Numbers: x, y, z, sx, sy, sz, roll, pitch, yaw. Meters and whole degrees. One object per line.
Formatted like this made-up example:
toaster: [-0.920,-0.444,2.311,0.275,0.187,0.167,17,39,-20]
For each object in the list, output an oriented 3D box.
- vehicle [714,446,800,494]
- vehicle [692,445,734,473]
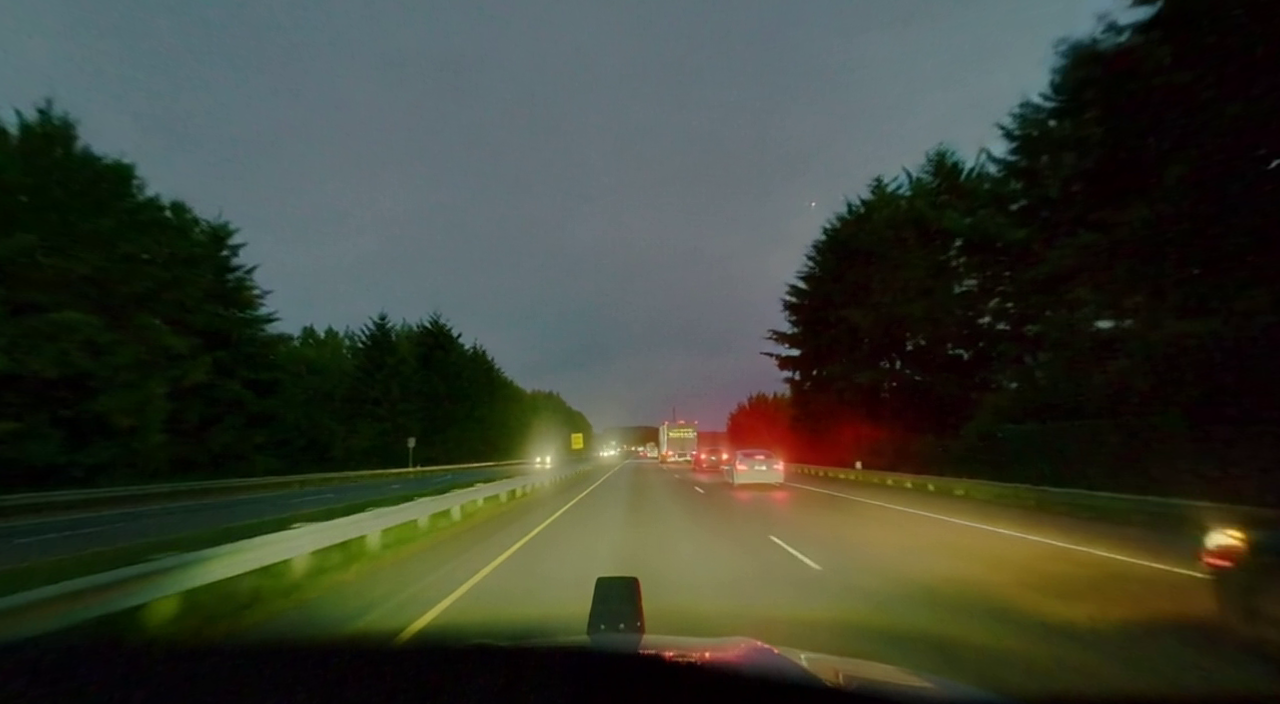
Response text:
vehicle: [3.961,4.076,22.177,2.031,1.491,4.883,0,-9,-1]
vehicle: [4.736,7.022,41.468,2.118,1.688,4.715,0,-9,-1]
